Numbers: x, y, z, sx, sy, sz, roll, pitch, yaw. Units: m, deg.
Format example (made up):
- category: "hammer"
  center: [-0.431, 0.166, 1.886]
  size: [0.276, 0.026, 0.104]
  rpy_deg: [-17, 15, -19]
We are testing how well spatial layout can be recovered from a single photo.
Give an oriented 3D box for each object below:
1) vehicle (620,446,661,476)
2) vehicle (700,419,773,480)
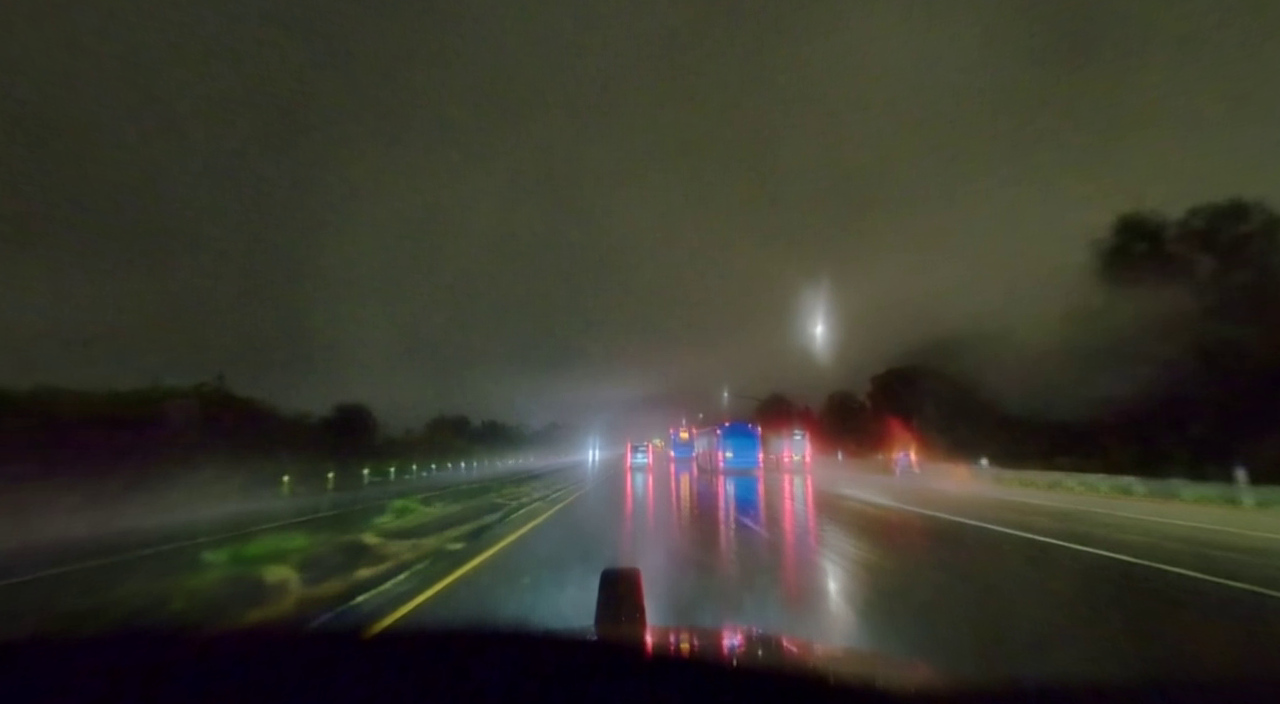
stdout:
- category: "vehicle"
  center: [0.022, 5.639, 32.851]
  size: [2.004, 1.449, 3.817]
  rpy_deg: [0, -9, -1]
- category: "vehicle"
  center: [4.362, 4.615, 29.736]
  size: [2.440, 2.555, 5.957]
  rpy_deg: [0, -9, 0]
